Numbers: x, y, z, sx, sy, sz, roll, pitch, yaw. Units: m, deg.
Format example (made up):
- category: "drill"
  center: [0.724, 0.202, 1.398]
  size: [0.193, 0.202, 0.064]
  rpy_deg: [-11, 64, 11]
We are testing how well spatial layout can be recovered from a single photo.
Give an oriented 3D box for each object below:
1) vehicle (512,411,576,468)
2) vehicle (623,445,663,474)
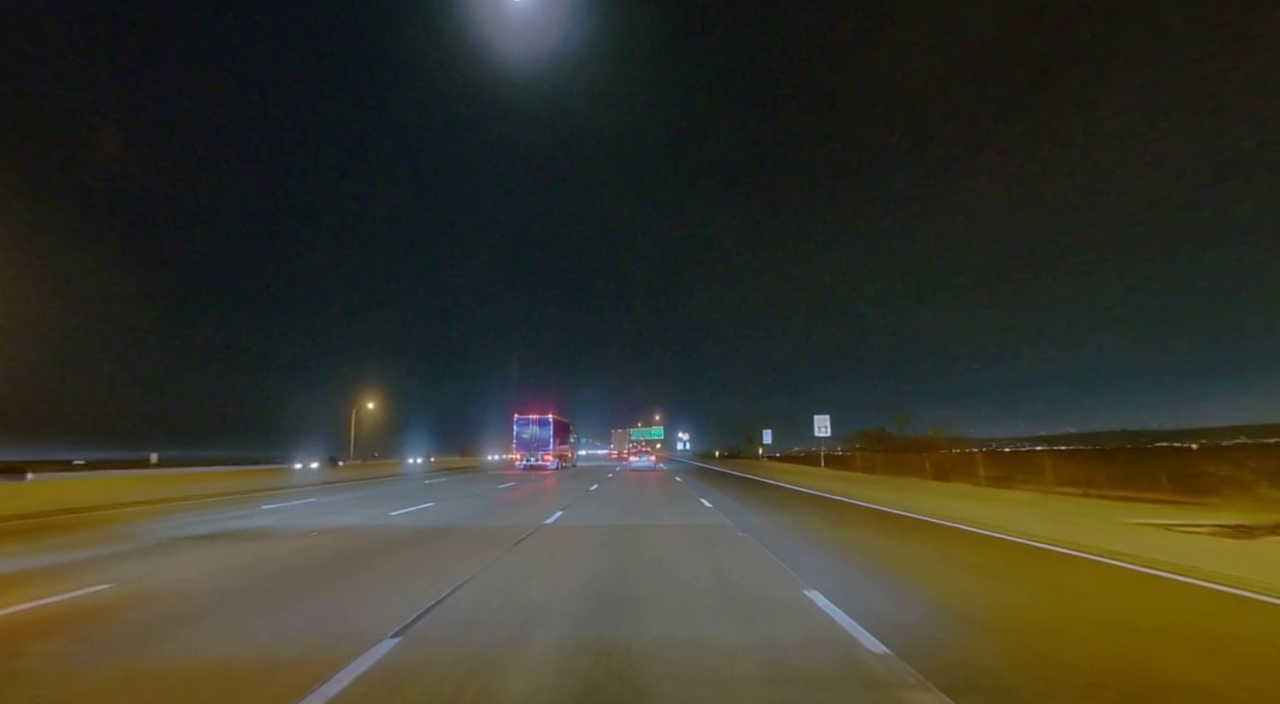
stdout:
- category: "vehicle"
  center: [-6.991, 6.695, 47.774]
  size: [3.067, 3.804, 11.136]
  rpy_deg: [0, -9, 0]
- category: "vehicle"
  center: [0.144, 5.847, 34.516]
  size: [2.066, 1.469, 4.050]
  rpy_deg: [0, -9, -1]
